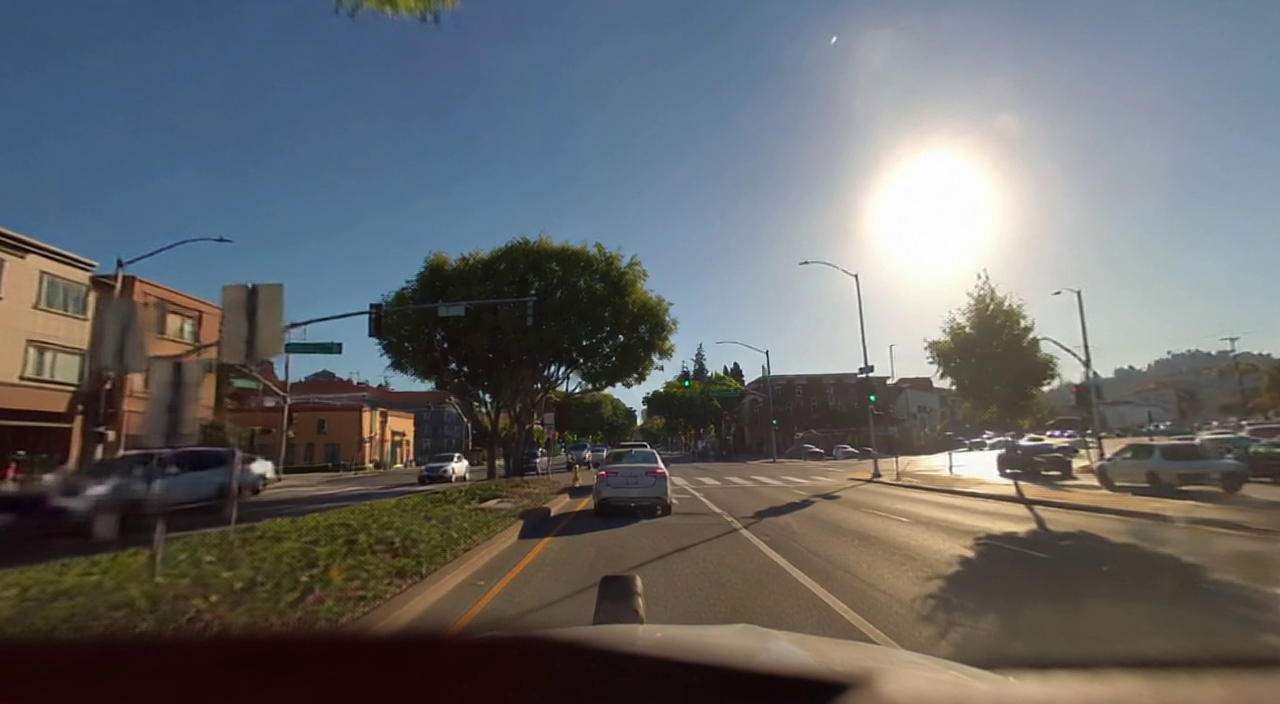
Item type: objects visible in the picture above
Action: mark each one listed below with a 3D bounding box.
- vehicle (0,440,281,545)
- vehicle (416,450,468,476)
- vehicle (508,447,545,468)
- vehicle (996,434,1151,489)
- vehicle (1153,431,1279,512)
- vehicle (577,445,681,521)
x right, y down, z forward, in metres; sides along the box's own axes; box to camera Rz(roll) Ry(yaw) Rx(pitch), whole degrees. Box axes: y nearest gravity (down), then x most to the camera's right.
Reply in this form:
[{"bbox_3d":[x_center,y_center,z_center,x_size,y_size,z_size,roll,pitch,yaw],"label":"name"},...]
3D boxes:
[{"bbox_3d":[-8.710,2.345,11.240,1.994,1.474,4.411,0,-9,0],"label":"vehicle"},{"bbox_3d":[-12.384,6.956,39.598,1.904,1.475,4.068,0,-9,1],"label":"vehicle"},{"bbox_3d":[-8.600,8.008,48.003,1.966,1.571,4.479,0,-9,1],"label":"vehicle"},{"bbox_3d":[13.072,3.312,19.336,1.887,1.504,3.898,0,-9,-2],"label":"vehicle"},{"bbox_3d":[13.088,2.403,12.878,1.859,1.525,3.948,0,-9,1],"label":"vehicle"},{"bbox_3d":[-0.270,2.850,14.288,2.010,1.447,4.121,0,-9,-1],"label":"vehicle"}]
